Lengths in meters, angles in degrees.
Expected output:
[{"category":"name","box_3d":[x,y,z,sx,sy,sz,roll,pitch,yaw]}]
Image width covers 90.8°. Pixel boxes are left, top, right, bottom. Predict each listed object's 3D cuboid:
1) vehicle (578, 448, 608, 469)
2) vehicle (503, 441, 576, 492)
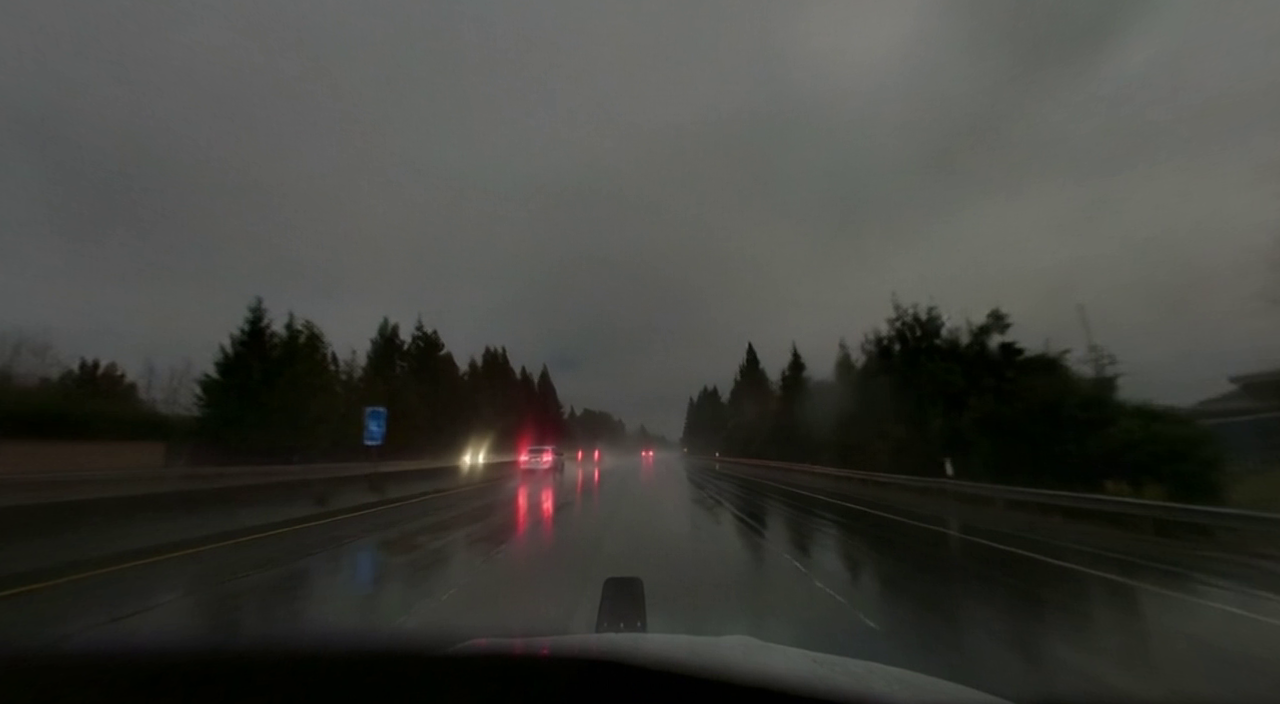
[{"category":"vehicle","box_3d":[-3.622,8.312,49.262,1.996,1.565,4.159,0,-9,1]},{"category":"vehicle","box_3d":[-3.451,4.007,22.395,1.846,1.600,4.108,0,-9,1]}]
